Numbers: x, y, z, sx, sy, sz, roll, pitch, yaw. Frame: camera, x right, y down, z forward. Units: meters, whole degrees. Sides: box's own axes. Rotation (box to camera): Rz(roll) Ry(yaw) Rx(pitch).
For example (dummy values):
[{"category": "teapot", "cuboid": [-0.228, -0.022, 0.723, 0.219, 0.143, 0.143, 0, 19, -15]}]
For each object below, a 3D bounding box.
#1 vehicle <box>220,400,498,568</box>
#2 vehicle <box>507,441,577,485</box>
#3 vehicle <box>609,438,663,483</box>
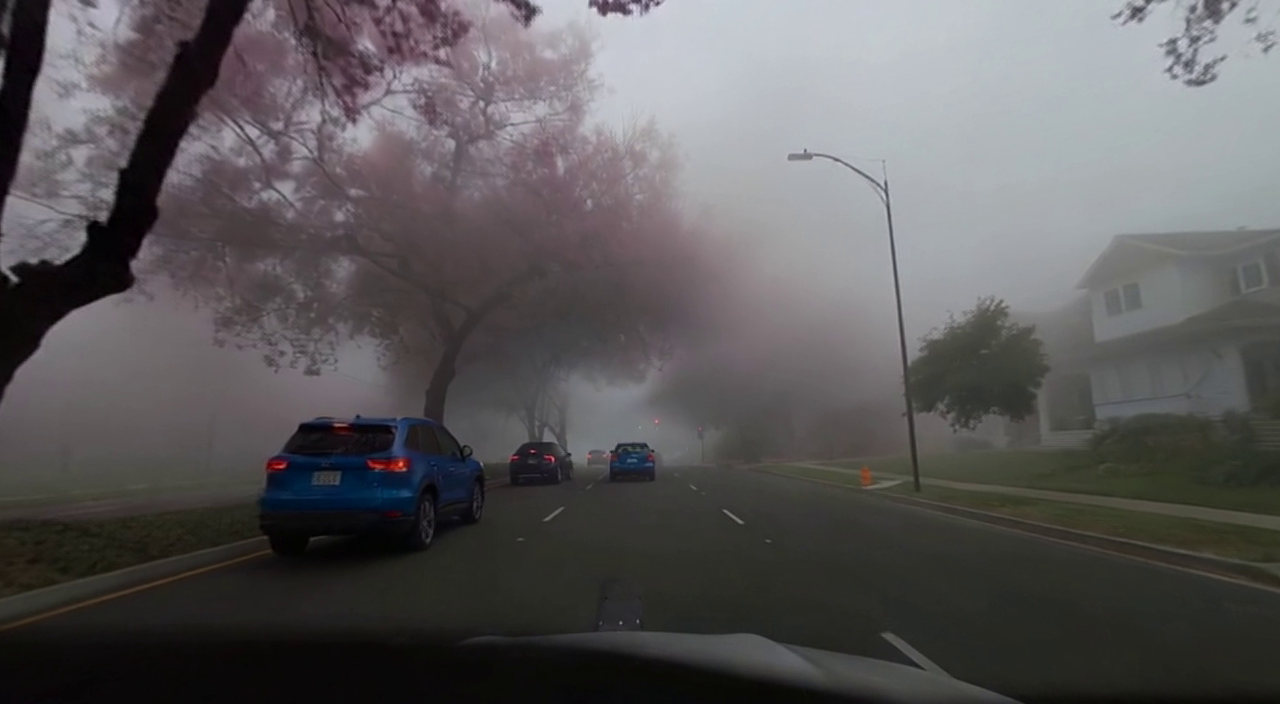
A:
[{"category": "vehicle", "cuboid": [-3.807, 1.880, 9.805, 2.161, 1.919, 4.798, 0, -8, -1]}, {"category": "vehicle", "cuboid": [-3.762, 4.326, 24.912, 2.066, 1.565, 3.905, 0, -8, 1]}, {"category": "vehicle", "cuboid": [-0.154, 4.250, 25.036, 1.997, 1.636, 3.760, 0, -8, 0]}]
